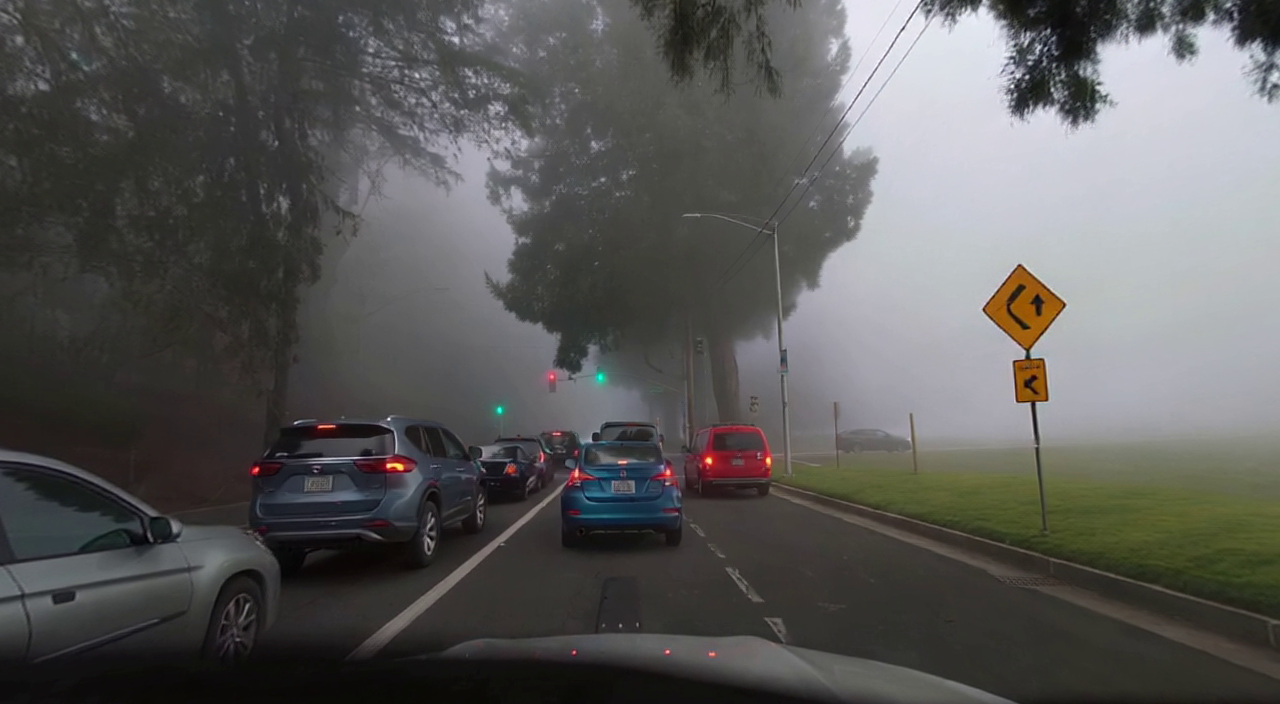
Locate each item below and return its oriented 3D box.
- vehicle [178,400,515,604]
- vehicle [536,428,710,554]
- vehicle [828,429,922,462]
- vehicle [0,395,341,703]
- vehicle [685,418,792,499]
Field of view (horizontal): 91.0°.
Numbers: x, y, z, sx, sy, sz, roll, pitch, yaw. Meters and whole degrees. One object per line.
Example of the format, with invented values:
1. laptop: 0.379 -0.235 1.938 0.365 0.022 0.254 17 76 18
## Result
1. vehicle: -2.899 1.574 7.446 1.964 1.712 4.097 0 -8 0
2. vehicle: -0.252 1.916 9.352 2.025 1.453 3.848 0 -8 -2
3. vehicle: 11.379 4.558 30.694 3.883 1.534 1.779 0 -8 2
4. vehicle: -2.925 0.839 1.616 1.974 1.484 4.716 0 -8 0
5. vehicle: 2.446 2.809 16.880 2.059 1.864 4.541 0 -8 -1
